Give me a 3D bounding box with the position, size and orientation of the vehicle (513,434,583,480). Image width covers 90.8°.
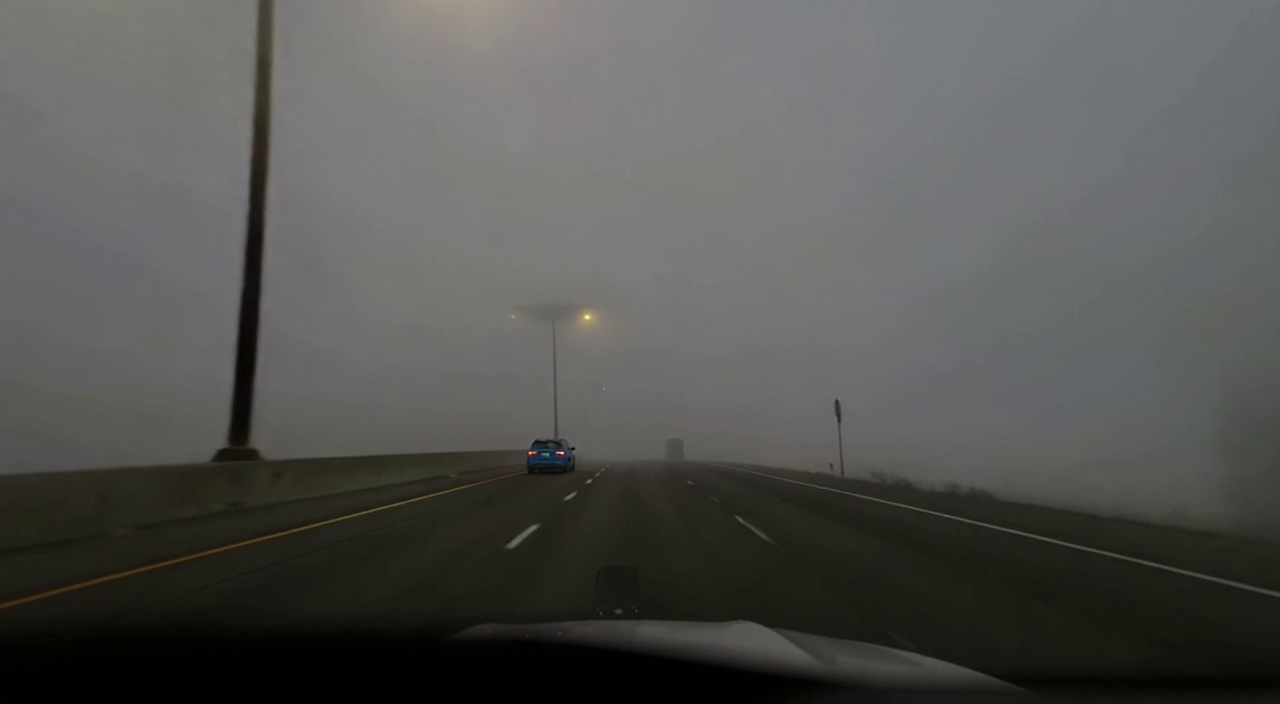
[{"bbox_3d":[-3.790,4.453,27.144,2.205,1.773,5.124,0,-8,0],"label":"vehicle"}]
